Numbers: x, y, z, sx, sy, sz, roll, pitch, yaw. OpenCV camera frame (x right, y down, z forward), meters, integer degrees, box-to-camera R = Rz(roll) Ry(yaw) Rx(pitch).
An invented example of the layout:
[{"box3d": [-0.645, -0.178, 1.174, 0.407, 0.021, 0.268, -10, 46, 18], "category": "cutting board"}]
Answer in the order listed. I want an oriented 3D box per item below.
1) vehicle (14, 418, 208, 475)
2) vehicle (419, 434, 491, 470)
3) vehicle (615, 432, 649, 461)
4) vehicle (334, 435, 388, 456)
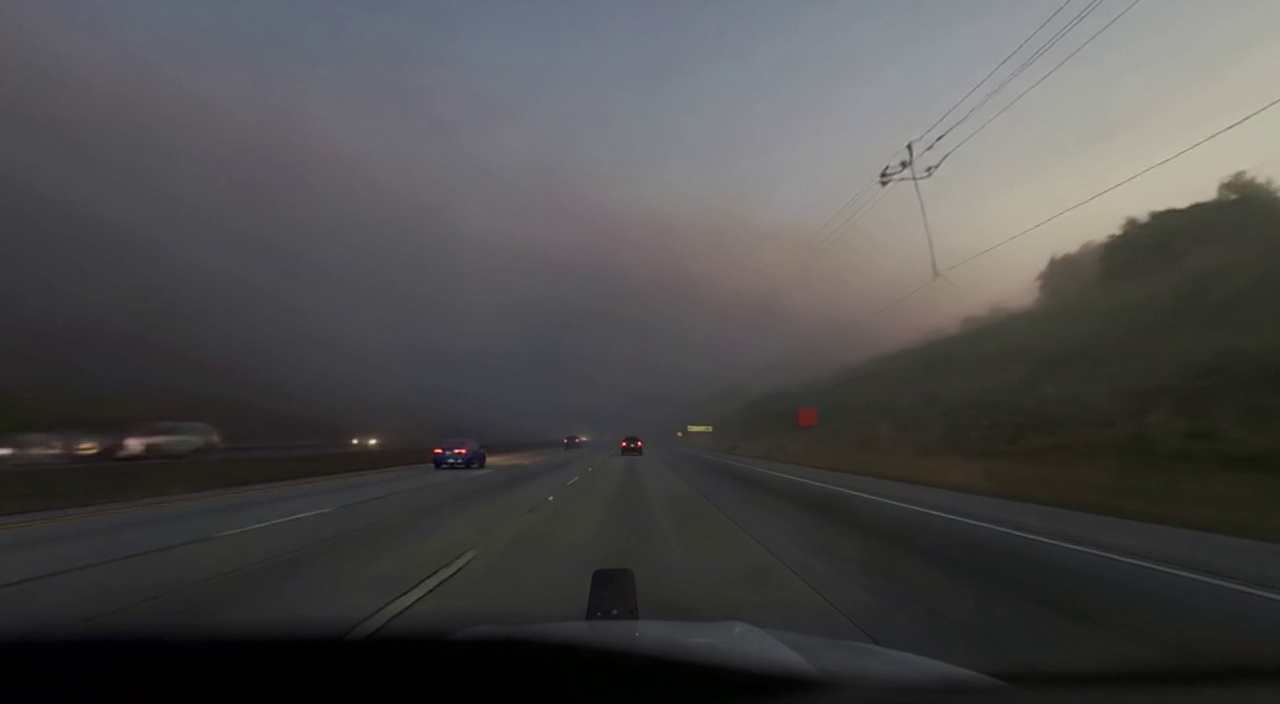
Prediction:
[{"box3d": [-15.541, 2.823, 18.900, 1.896, 1.466, 4.500, 0, -8, 0], "category": "vehicle"}, {"box3d": [-8.380, 4.555, 28.915, 2.047, 1.486, 4.306, 0, -8, 0], "category": "vehicle"}, {"box3d": [-0.512, 6.082, 40.648, 2.040, 1.715, 3.906, 0, -8, -1], "category": "vehicle"}, {"box3d": [-20.368, 6.835, 46.164, 1.896, 1.464, 4.522, 0, -8, -1], "category": "vehicle"}]
